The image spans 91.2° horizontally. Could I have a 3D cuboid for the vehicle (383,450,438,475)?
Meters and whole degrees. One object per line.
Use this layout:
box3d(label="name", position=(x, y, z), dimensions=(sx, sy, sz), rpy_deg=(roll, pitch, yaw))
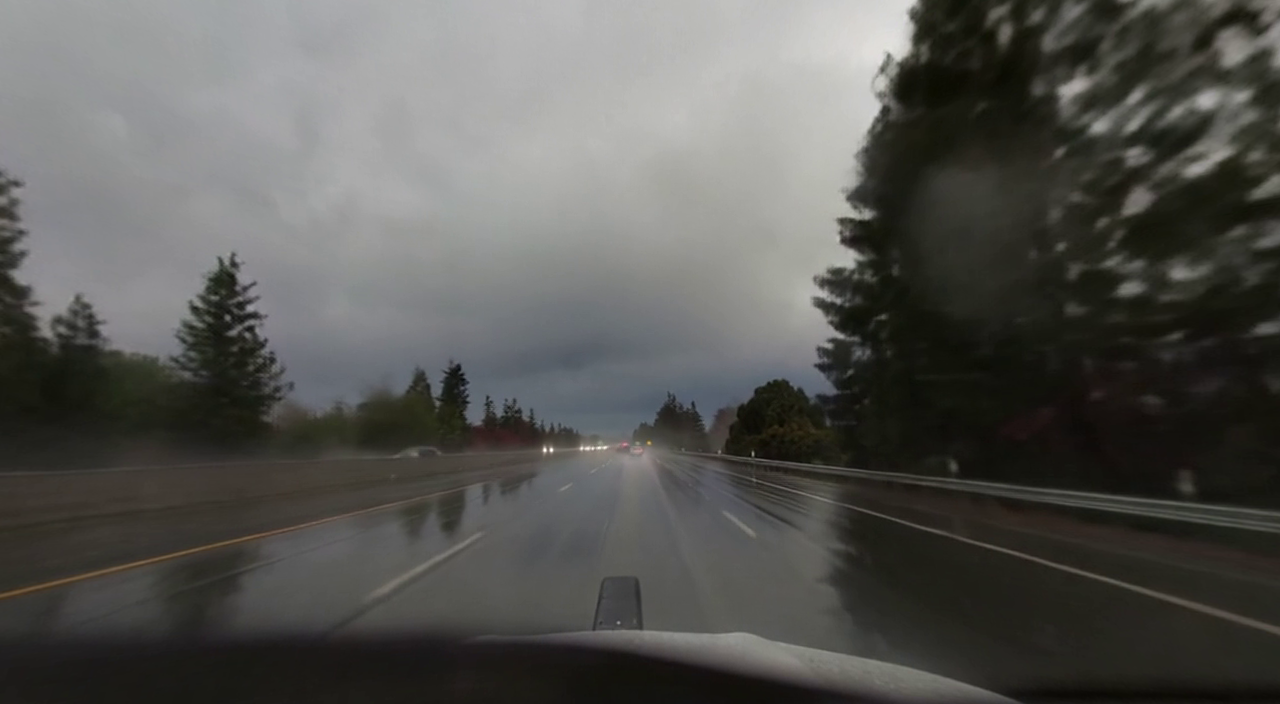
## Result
box3d(label="vehicle", position=(-14.229, 6.843, 39.038), dimensions=(1.860, 1.478, 3.862), rpy_deg=(-1, -9, 2))
